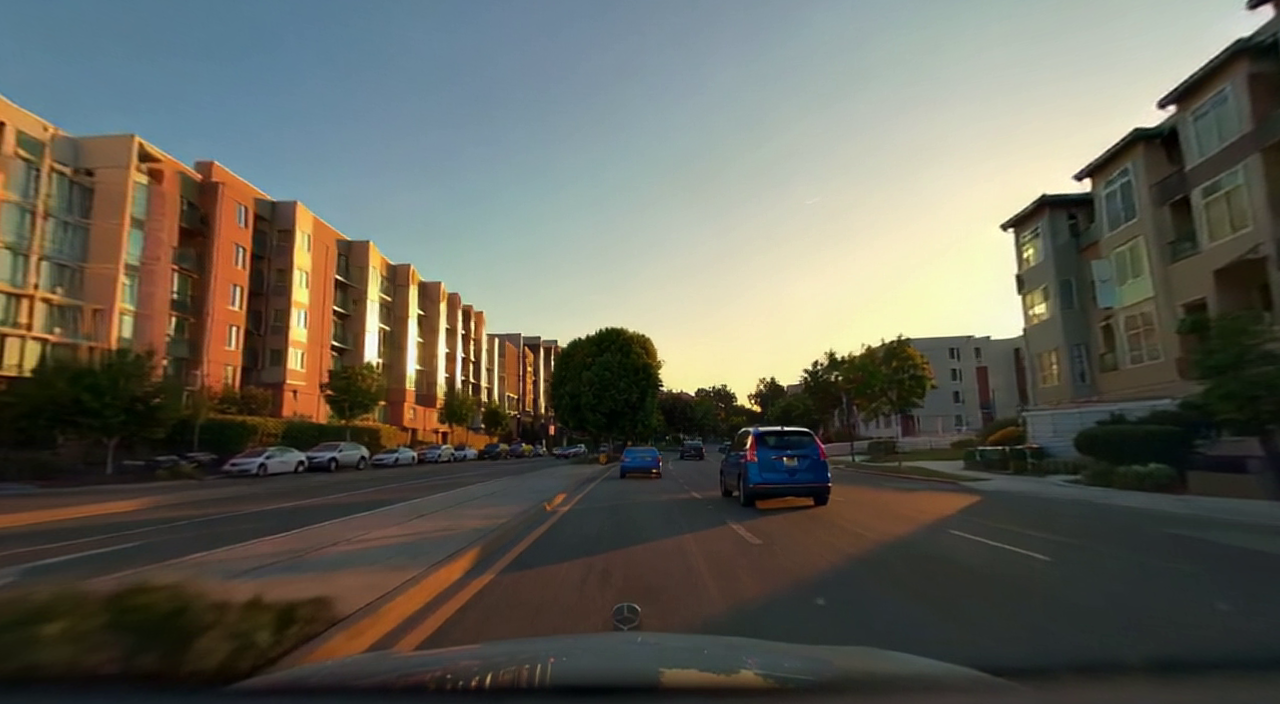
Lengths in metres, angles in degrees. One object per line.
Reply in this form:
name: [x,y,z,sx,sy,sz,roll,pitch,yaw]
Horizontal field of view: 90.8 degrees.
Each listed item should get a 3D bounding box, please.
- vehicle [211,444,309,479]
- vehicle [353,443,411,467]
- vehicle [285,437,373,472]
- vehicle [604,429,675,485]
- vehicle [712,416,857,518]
vehicle: [-18.644,5.421,31.333,1.954,1.570,4.828,1,-10,-2]
vehicle: [-18.311,7.372,45.111,1.961,1.556,4.791,-1,-10,3]
vehicle: [-18.367,6.143,37.701,2.195,1.894,5.489,-2,-10,3]
vehicle: [0.043,3.868,23.560,2.345,1.841,5.032,0,-9,1]
vehicle: [2.872,2.425,13.726,2.033,1.823,4.409,0,-9,-1]
